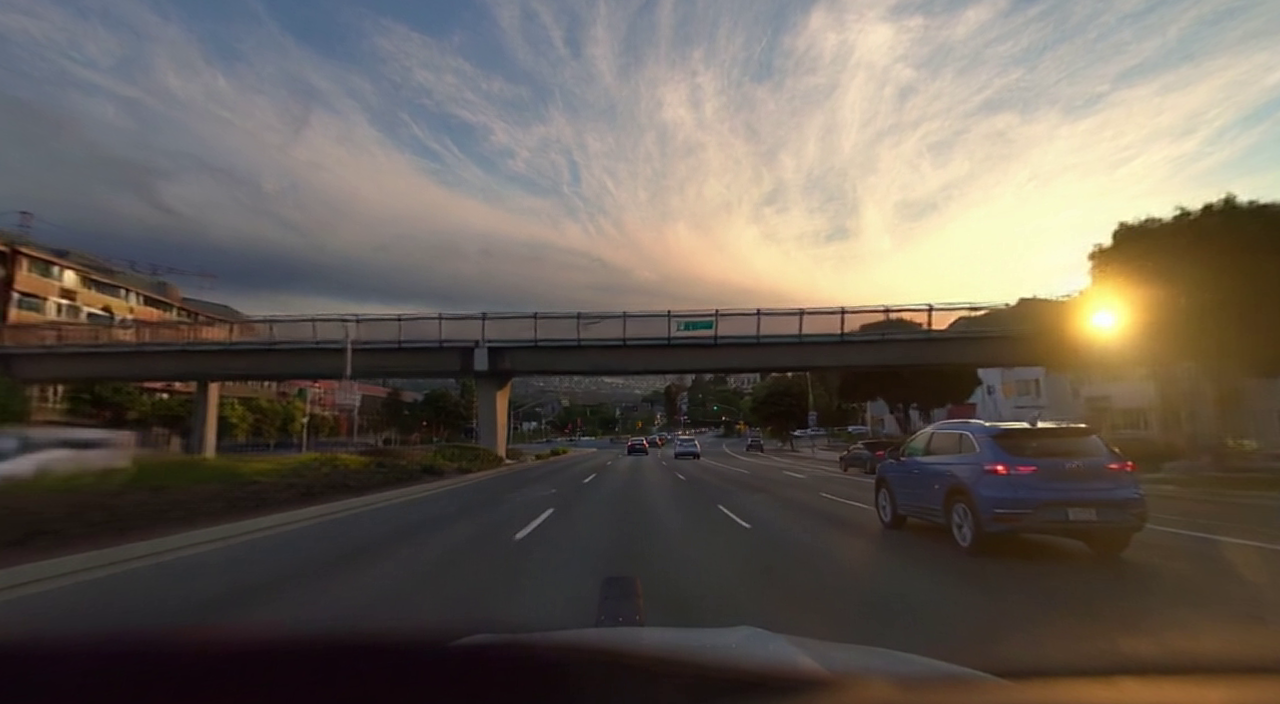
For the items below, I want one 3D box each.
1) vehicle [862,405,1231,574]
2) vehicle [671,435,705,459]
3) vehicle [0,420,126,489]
[{"bbox_3d":[5.057,1.773,8.966,2.130,1.741,4.665,0,-8,1],"label":"vehicle"},{"bbox_3d":[3.472,6.999,46.576,2.165,1.708,3.928,0,-8,0],"label":"vehicle"},{"bbox_3d":[-16.733,2.682,16.680,2.077,1.676,4.921,0,-8,2],"label":"vehicle"}]
